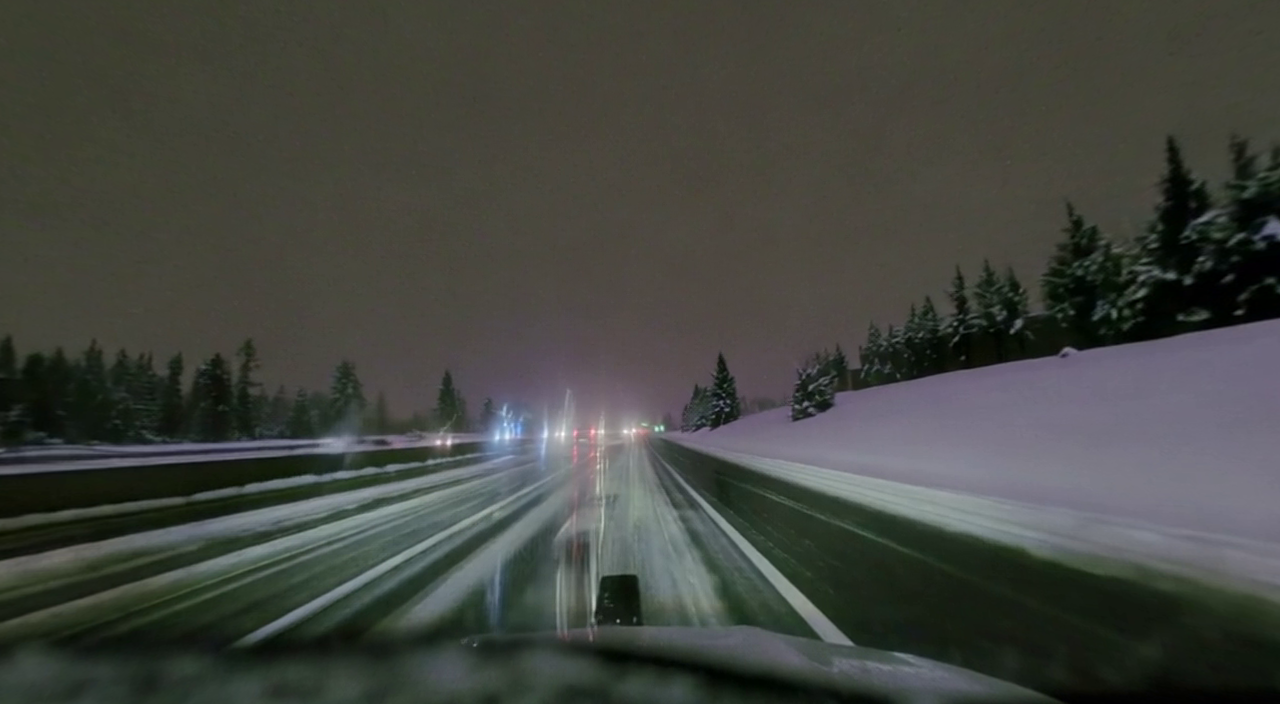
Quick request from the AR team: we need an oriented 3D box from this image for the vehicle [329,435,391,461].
[{"bbox_3d":[-16.426,5.626,37.068,1.881,1.464,4.047,0,-8,-1],"label":"vehicle"}]
